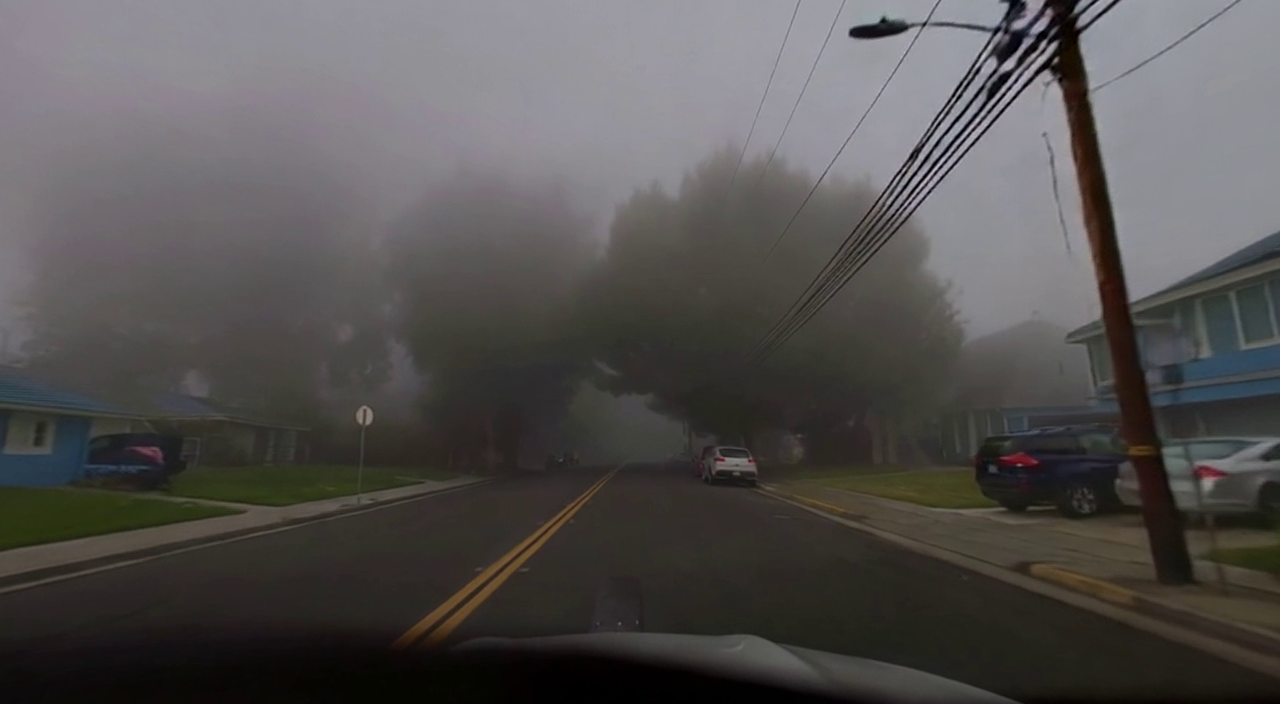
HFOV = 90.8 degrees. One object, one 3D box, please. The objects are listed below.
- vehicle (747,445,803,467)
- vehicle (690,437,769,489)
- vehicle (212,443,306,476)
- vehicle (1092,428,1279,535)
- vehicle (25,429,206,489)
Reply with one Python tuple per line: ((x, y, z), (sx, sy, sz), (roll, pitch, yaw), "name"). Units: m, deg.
((10.155, 7.871, 47.744), (3.823, 1.613, 1.761), (0, -9, -1), "vehicle")
((3.448, 4.408, 25.429), (2.114, 1.858, 5.144), (0, -9, -3), "vehicle")
((-21.892, 6.155, 36.597), (2.139, 1.746, 5.099), (-1, -9, 2), "vehicle")
((10.309, 1.993, 10.063), (4.625, 1.501, 2.011), (0, -9, 0), "vehicle")
((-18.080, 3.720, 22.233), (2.034, 1.829, 5.161), (0, -9, -2), "vehicle")
